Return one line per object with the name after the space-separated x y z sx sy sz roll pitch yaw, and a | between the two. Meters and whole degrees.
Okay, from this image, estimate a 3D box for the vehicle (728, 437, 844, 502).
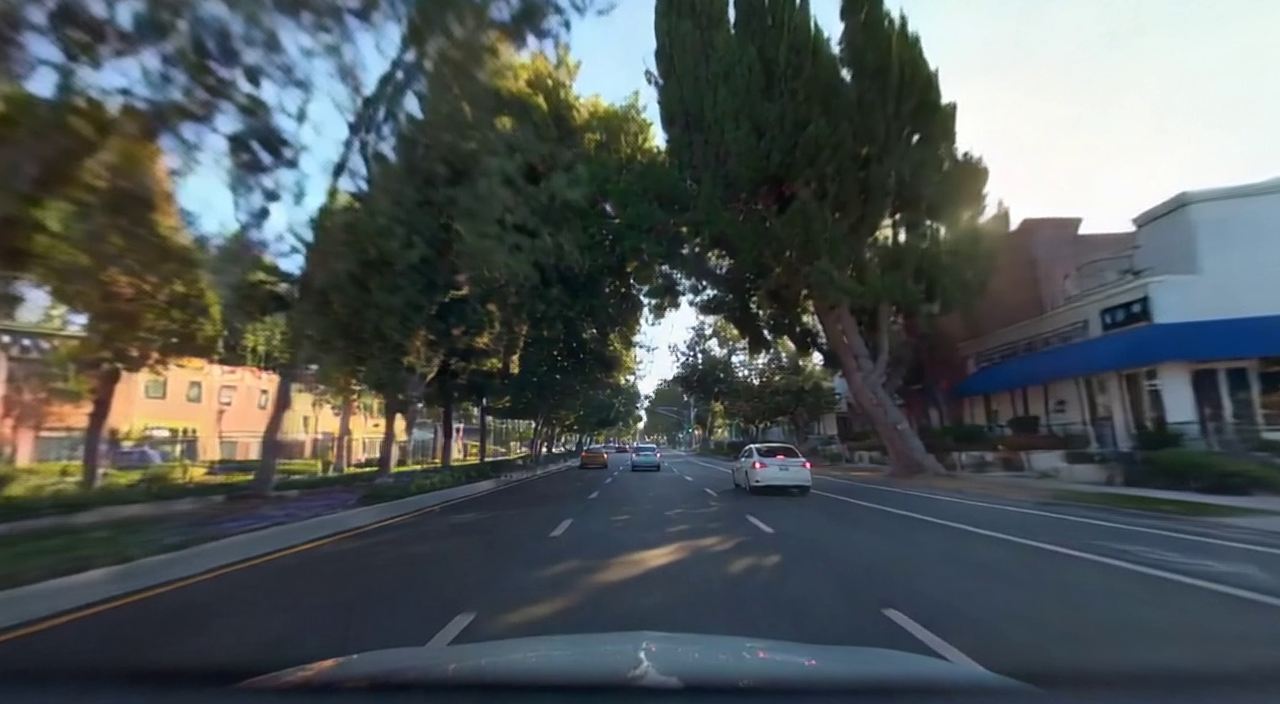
3.739 3.085 17.008 2.067 1.497 4.327 0 -8 0 | vehicle

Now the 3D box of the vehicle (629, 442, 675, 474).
0.560 5.313 31.899 2.144 1.505 4.128 0 -8 0 | vehicle
